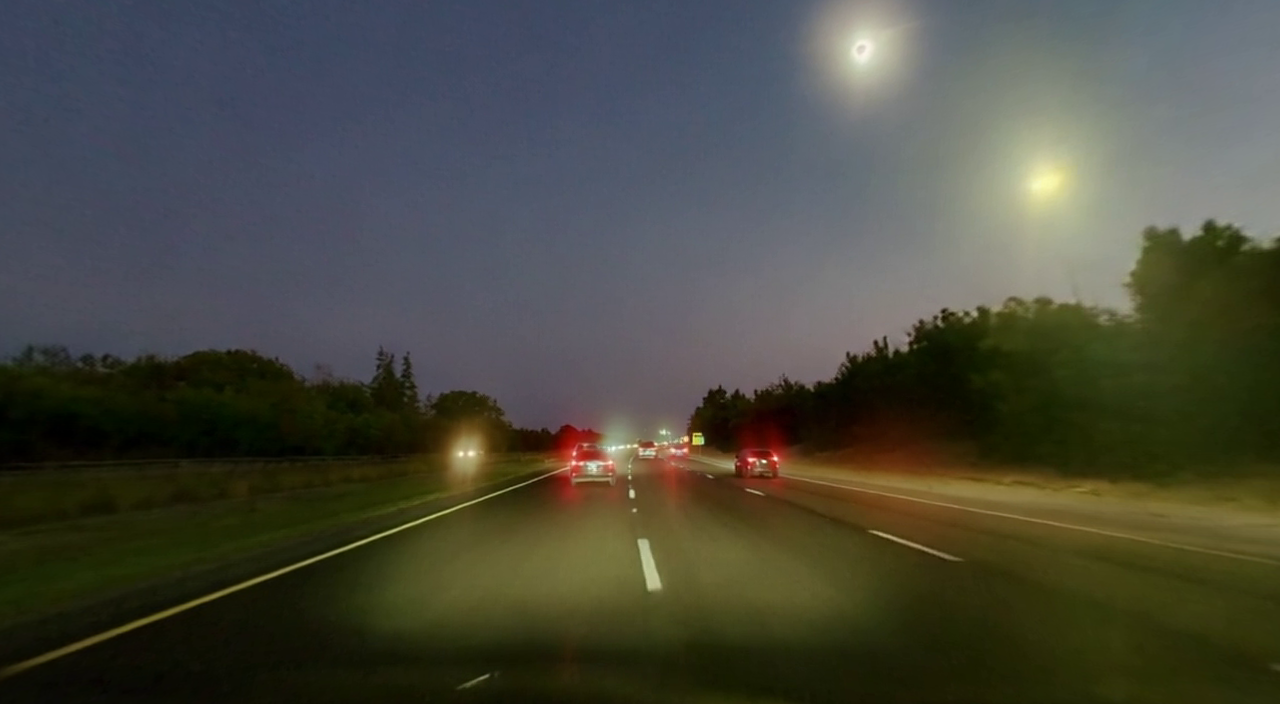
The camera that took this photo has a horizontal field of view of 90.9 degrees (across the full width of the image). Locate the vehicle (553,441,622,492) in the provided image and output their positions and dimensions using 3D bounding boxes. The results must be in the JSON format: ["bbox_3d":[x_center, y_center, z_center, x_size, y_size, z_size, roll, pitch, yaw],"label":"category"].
[{"bbox_3d":[-1.605,3.721,20.751,2.053,1.483,4.185,0,-9,-2],"label":"vehicle"}]

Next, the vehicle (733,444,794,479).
[{"bbox_3d":[5.552,4.951,28.779,1.926,1.483,3.528,0,-9,-3],"label":"vehicle"}]
